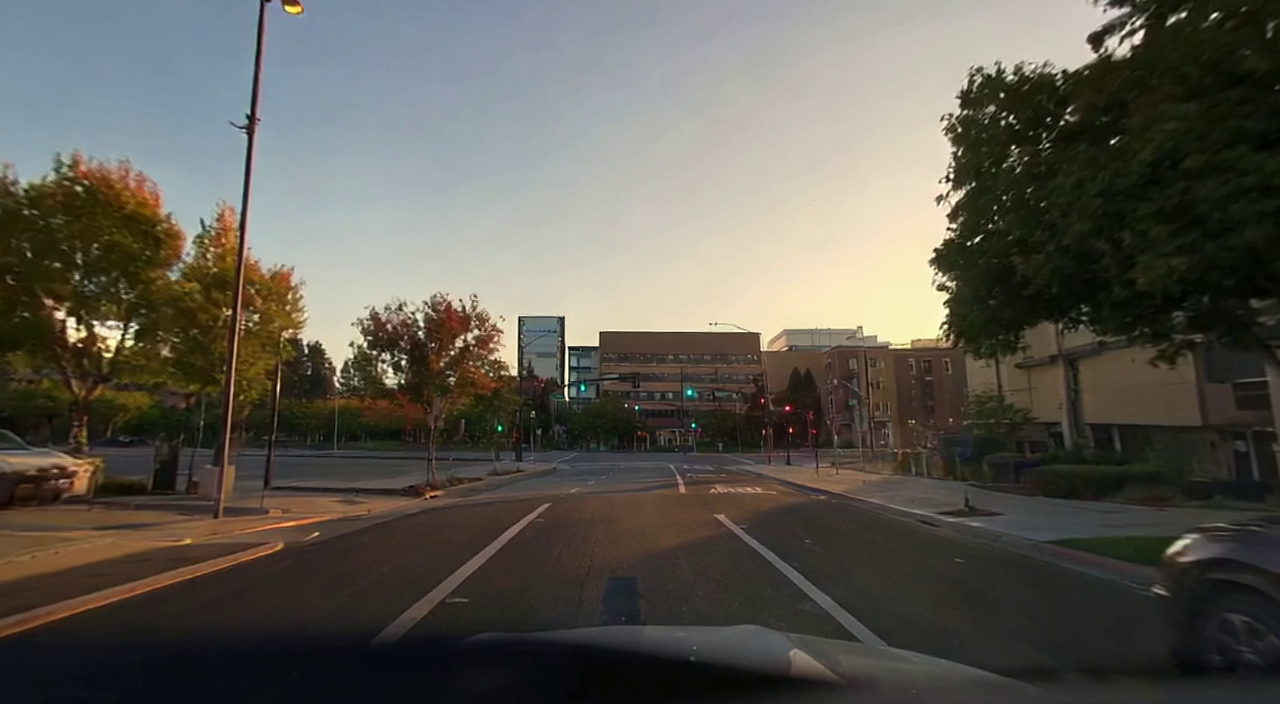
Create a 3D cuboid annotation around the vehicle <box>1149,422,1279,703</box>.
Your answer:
[{"bbox_3d":[3.945,0.834,1.352,1.967,1.469,4.574,0,-9,2],"label":"vehicle"}]
